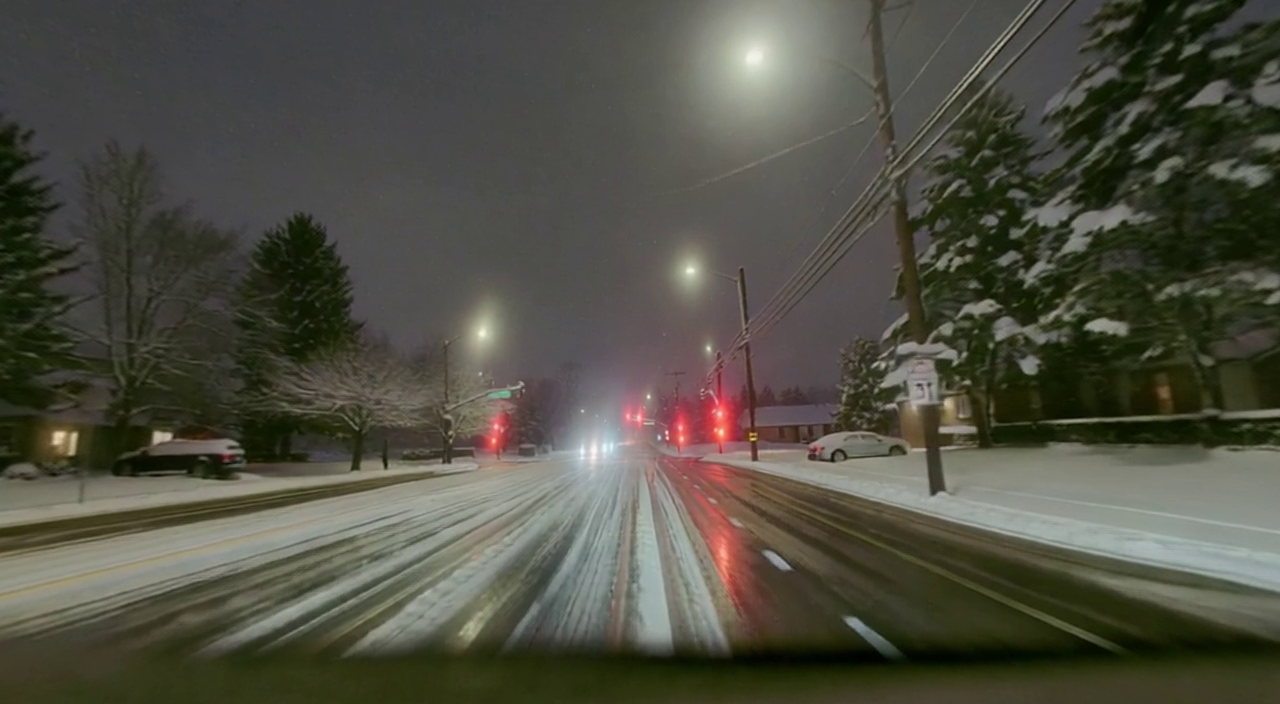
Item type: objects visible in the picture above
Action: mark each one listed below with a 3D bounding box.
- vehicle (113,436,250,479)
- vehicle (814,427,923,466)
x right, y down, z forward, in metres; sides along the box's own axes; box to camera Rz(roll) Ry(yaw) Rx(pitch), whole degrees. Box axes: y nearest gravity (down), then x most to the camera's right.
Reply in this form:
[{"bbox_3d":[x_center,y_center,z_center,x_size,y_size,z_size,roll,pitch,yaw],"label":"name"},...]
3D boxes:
[{"bbox_3d":[-18.788,4.325,26.021,4.115,1.699,1.848,0,-8,-1],"label":"vehicle"},{"bbox_3d":[10.878,4.517,30.318,4.423,1.779,1.883,0,-8,0],"label":"vehicle"}]
